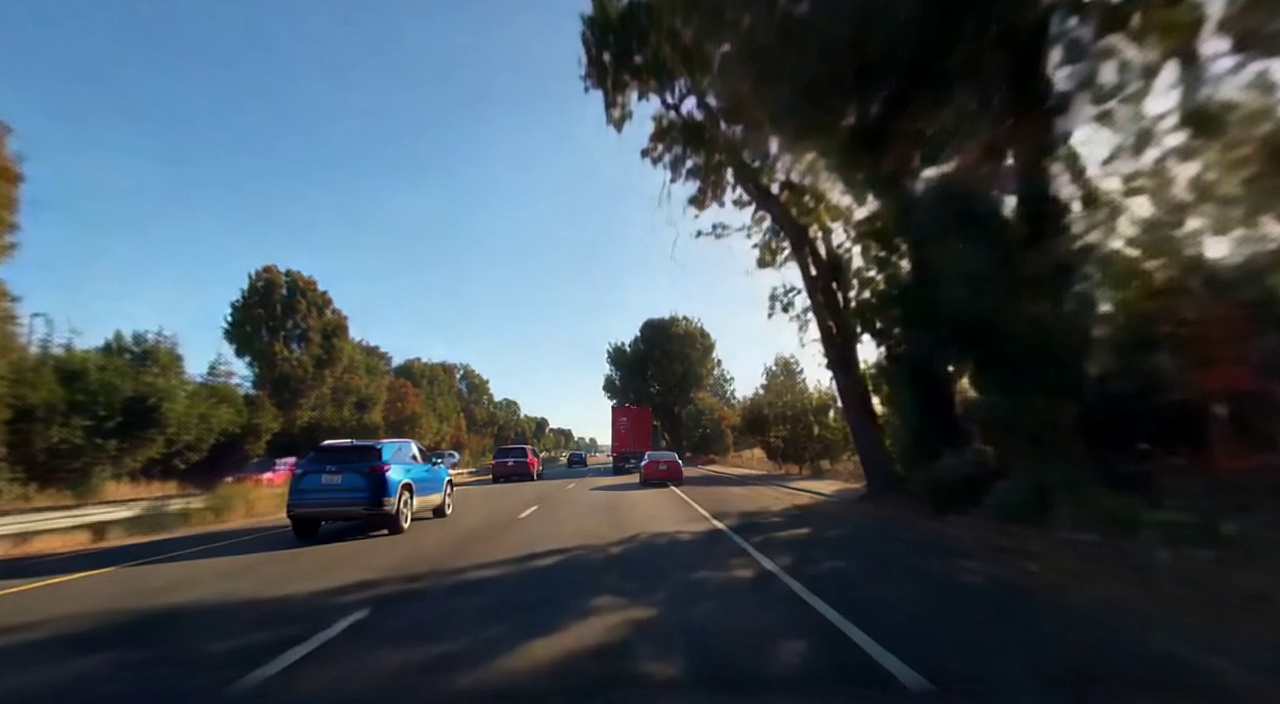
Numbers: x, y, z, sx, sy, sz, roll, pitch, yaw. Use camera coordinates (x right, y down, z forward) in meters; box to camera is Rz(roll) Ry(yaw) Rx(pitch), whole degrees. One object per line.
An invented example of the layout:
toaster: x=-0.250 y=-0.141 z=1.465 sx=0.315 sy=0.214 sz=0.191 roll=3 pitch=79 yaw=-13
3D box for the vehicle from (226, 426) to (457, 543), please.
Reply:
vehicle: x=-4.944 y=2.247 z=11.210 sx=2.100 sy=1.671 sz=4.105 roll=0 pitch=-9 yaw=0

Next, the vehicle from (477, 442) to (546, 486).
vehicle: x=-5.211 y=4.606 z=26.028 sx=2.035 sy=1.664 sz=4.064 roll=0 pitch=-9 yaw=-1

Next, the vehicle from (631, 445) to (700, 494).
vehicle: x=0.759 y=3.907 z=21.207 sx=2.026 sy=1.489 sz=4.045 roll=0 pitch=-9 yaw=-2

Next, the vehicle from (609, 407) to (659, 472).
vehicle: x=-0.620 y=6.330 z=44.915 sx=3.113 sy=4.066 sz=10.786 roll=0 pitch=-9 yaw=-3
